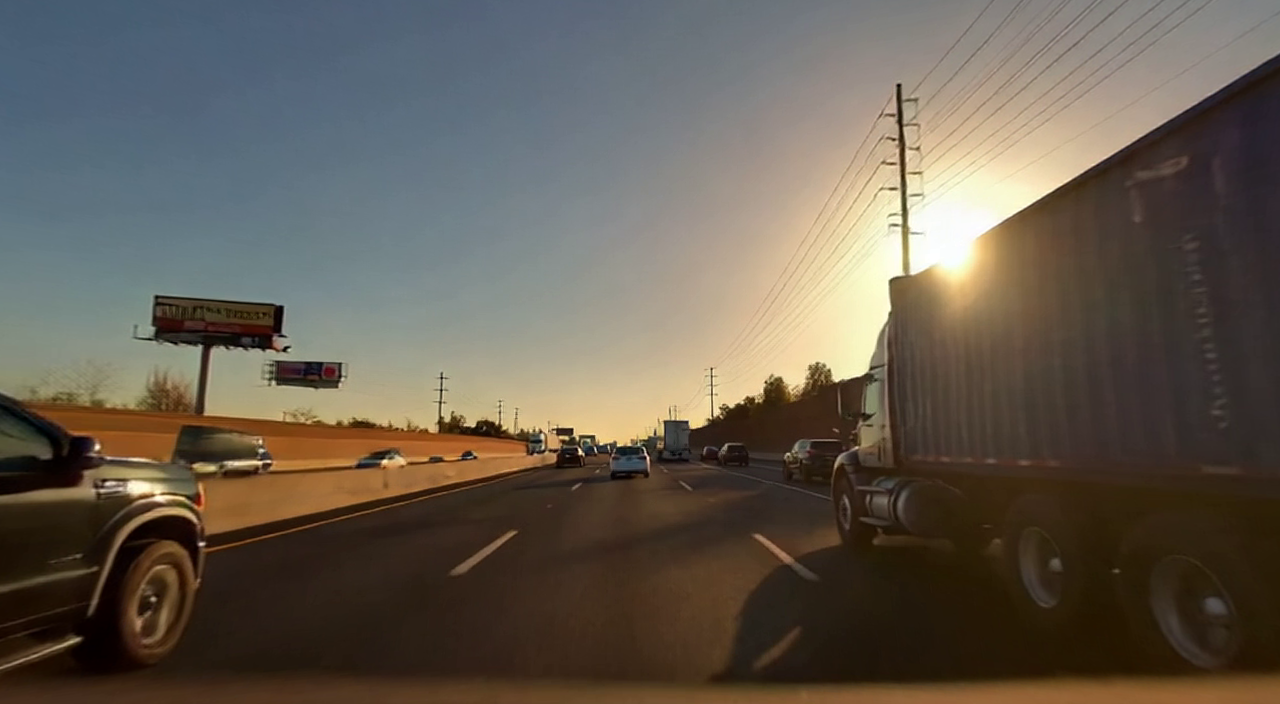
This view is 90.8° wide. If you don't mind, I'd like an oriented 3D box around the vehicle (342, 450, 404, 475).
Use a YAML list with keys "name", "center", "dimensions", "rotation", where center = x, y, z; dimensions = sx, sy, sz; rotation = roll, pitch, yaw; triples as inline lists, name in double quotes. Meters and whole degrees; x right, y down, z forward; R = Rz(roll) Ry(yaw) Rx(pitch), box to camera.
- name: "vehicle"
  center: [-16.993, 7.008, 40.468]
  dimensions: [1.891, 1.476, 4.625]
  rotation: [0, -9, 0]

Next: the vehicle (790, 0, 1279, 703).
- name: "vehicle"
  center: [3.529, -0.050, 3.925]
  dimensions: [3.013, 3.940, 7.933]
  rotation: [0, -9, -1]

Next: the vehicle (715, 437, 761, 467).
- name: "vehicle"
  center: [6.955, 7.179, 45.475]
  dimensions: [2.302, 1.973, 5.502]
  rotation: [0, -9, -1]

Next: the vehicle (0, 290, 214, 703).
- name: "vehicle"
  center: [-4.199, 0.496, 1.344]
  dimensions: [2.323, 2.046, 6.006]
  rotation: [0, -9, 1]

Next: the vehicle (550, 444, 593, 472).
- name: "vehicle"
  center: [-3.942, 6.154, 36.943]
  dimensions: [2.025, 1.498, 4.675]
  rotation: [0, -9, 0]

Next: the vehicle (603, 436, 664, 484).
- name: "vehicle"
  center: [-0.244, 4.177, 24.674]
  dimensions: [2.191, 1.685, 4.015]
  rotation: [0, -9, 0]
